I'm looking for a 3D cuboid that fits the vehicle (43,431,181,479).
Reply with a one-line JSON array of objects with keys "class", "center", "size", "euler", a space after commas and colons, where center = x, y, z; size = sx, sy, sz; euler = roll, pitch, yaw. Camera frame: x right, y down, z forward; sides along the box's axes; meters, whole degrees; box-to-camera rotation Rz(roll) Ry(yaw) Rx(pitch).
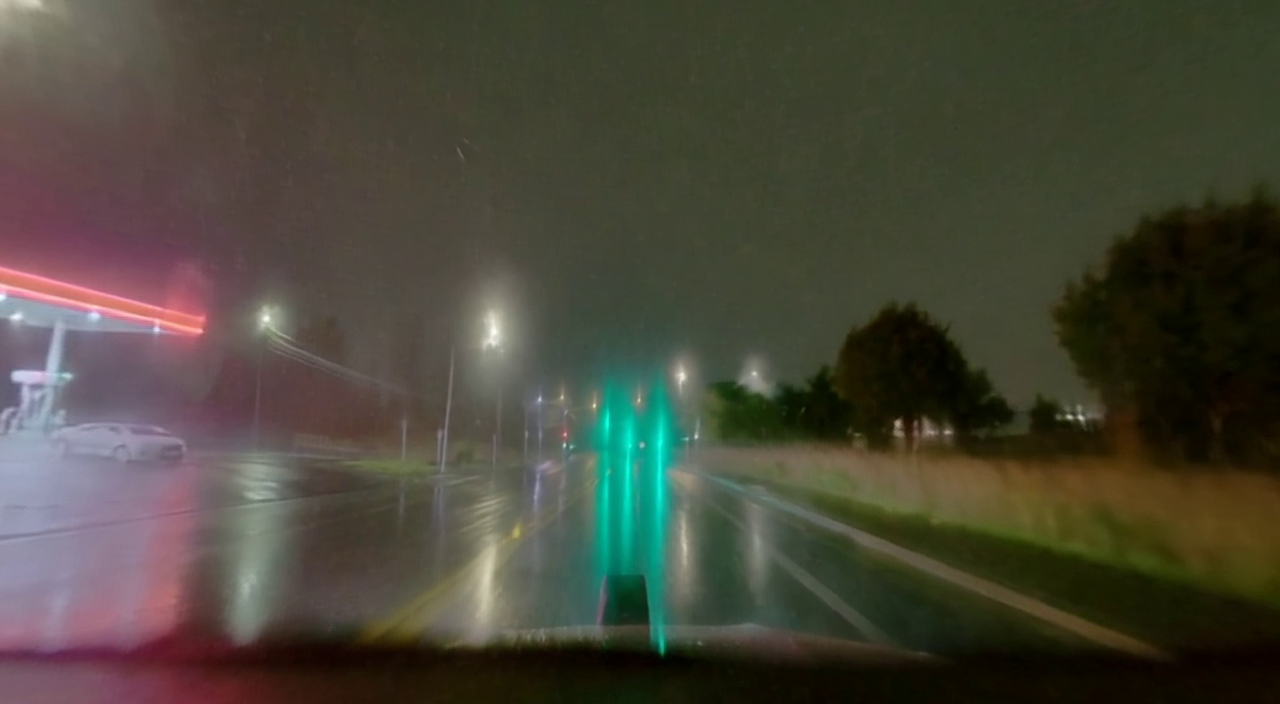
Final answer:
[{"class": "vehicle", "center": [-18.302, 3.580, 22.147], "size": [1.885, 1.490, 4.474], "euler": [2, -9, -15]}]
